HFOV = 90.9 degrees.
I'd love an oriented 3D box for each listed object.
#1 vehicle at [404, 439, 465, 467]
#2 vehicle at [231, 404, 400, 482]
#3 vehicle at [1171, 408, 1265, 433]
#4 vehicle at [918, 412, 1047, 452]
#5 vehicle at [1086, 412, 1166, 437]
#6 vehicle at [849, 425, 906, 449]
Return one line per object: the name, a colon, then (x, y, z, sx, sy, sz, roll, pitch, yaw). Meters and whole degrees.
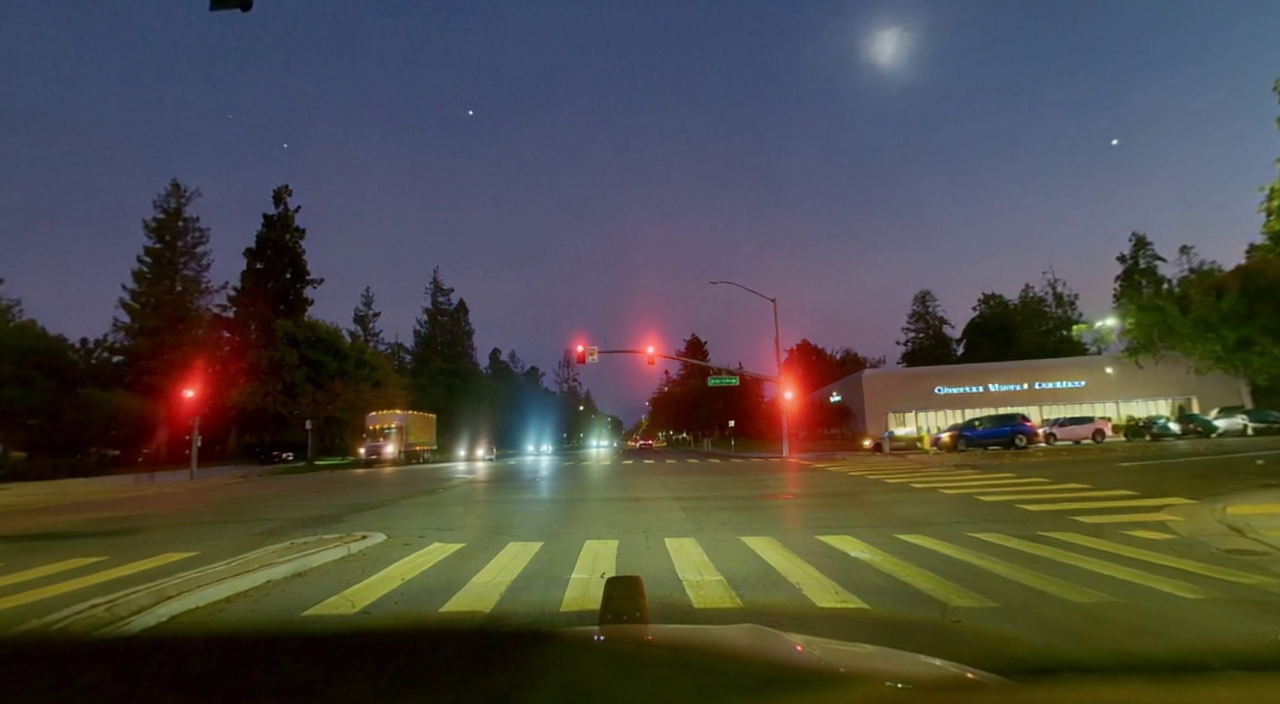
vehicle: (-12.074, 5.964, 37.387, 1.996, 1.482, 4.772, 0, -8, 0)
vehicle: (-16.578, 4.863, 33.667, 3.161, 3.455, 11.058, 0, -8, 0)
vehicle: (38.319, 4.620, 41.966, 1.715, 1.480, 4.701, 0, -8, -1)
vehicle: (15.124, 3.568, 27.999, 4.566, 1.670, 2.000, 0, -8, -3)
vehicle: (31.361, 4.737, 40.838, 1.823, 1.480, 4.003, 0, -8, -4)
vehicle: (17.343, 6.235, 46.180, 3.329, 1.415, 1.821, -6, -9, 2)
